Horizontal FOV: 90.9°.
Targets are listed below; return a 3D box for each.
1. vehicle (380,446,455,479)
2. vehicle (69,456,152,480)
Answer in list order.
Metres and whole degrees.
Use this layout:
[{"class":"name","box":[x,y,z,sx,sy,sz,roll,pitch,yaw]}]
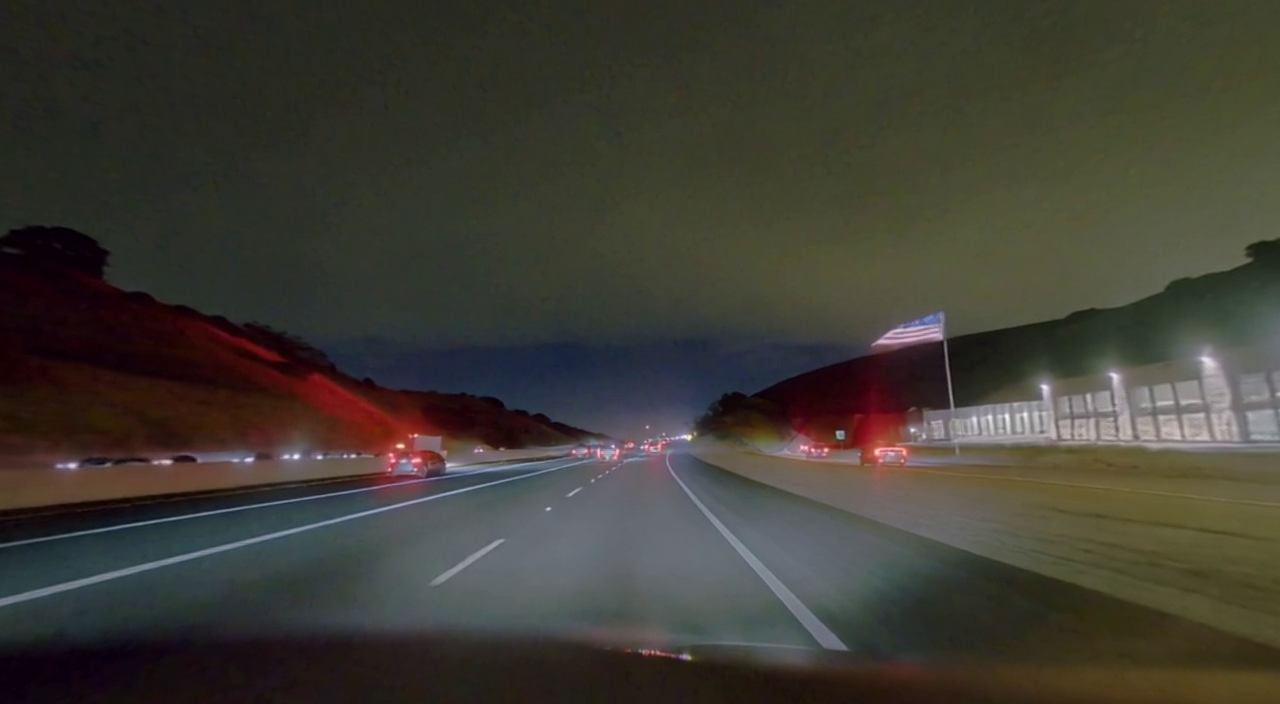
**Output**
[{"class":"vehicle","box":[-10.833,5.387,31.048,1.927,1.454,4.395,-1,-8,2]},{"class":"vehicle","box":[-37.810,8.284,45.197,1.750,1.468,4.757,-1,-8,1]}]
